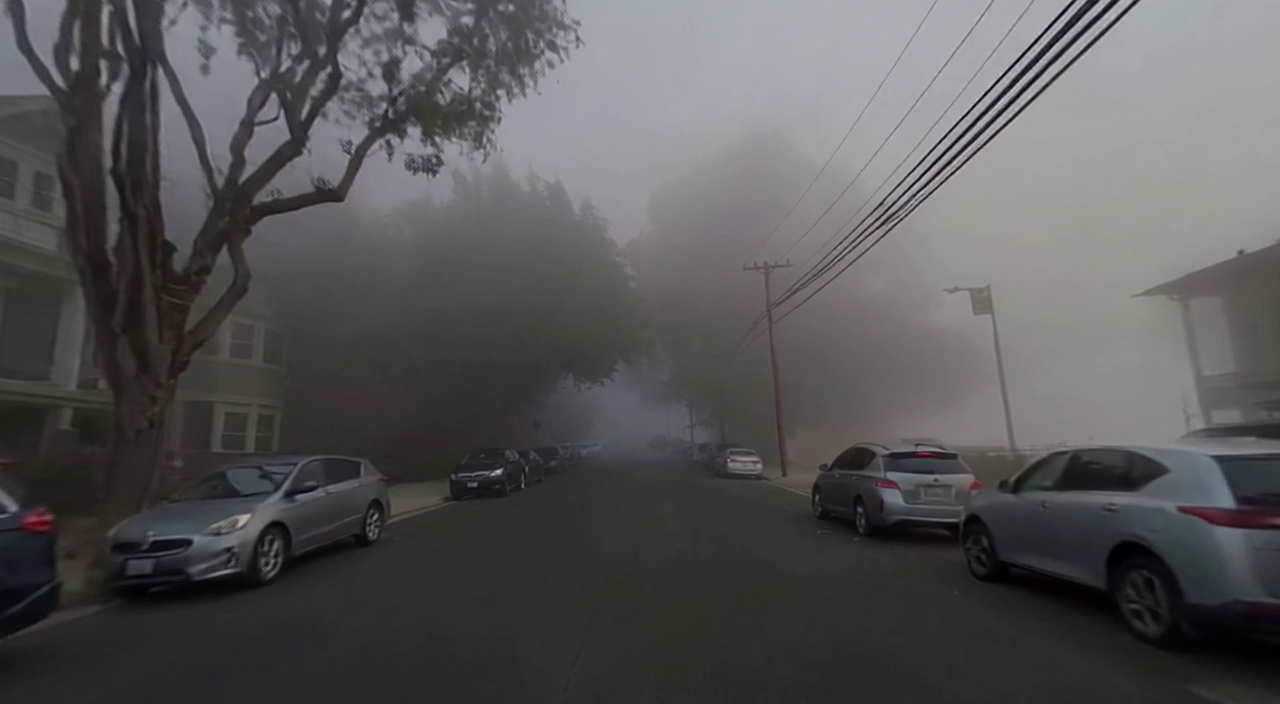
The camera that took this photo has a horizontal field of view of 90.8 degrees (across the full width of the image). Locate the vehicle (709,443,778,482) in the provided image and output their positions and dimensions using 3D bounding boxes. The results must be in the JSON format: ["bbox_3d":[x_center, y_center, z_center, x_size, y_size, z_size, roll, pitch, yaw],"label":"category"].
[{"bbox_3d":[4.360,4.721,27.390,2.174,1.504,4.809,0,-8,0],"label":"vehicle"}]

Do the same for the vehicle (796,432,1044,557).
[{"bbox_3d":[4.233,2.264,10.658,2.057,1.511,4.858,2,-10,1],"label":"vehicle"}]

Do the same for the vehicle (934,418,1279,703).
[{"bbox_3d":[4.451,1.444,5.347,1.864,1.592,4.221,0,-8,0],"label":"vehicle"}]

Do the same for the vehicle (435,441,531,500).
[{"bbox_3d":[-5.013,3.837,20.873,2.032,1.716,4.382,0,-8,0],"label":"vehicle"}]

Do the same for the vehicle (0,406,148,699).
[{"bbox_3d":[-5.083,1.024,2.472,2.360,1.772,4.907,0,-8,-1],"label":"vehicle"}]

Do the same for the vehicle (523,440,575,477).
[{"bbox_3d":[-5.162,6.126,36.787,2.184,1.958,5.757,0,-8,0],"label":"vehicle"}]

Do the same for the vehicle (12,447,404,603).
[{"bbox_3d":[-5.156,2.069,8.599,2.109,1.501,4.522,0,-8,0],"label":"vehicle"}]
